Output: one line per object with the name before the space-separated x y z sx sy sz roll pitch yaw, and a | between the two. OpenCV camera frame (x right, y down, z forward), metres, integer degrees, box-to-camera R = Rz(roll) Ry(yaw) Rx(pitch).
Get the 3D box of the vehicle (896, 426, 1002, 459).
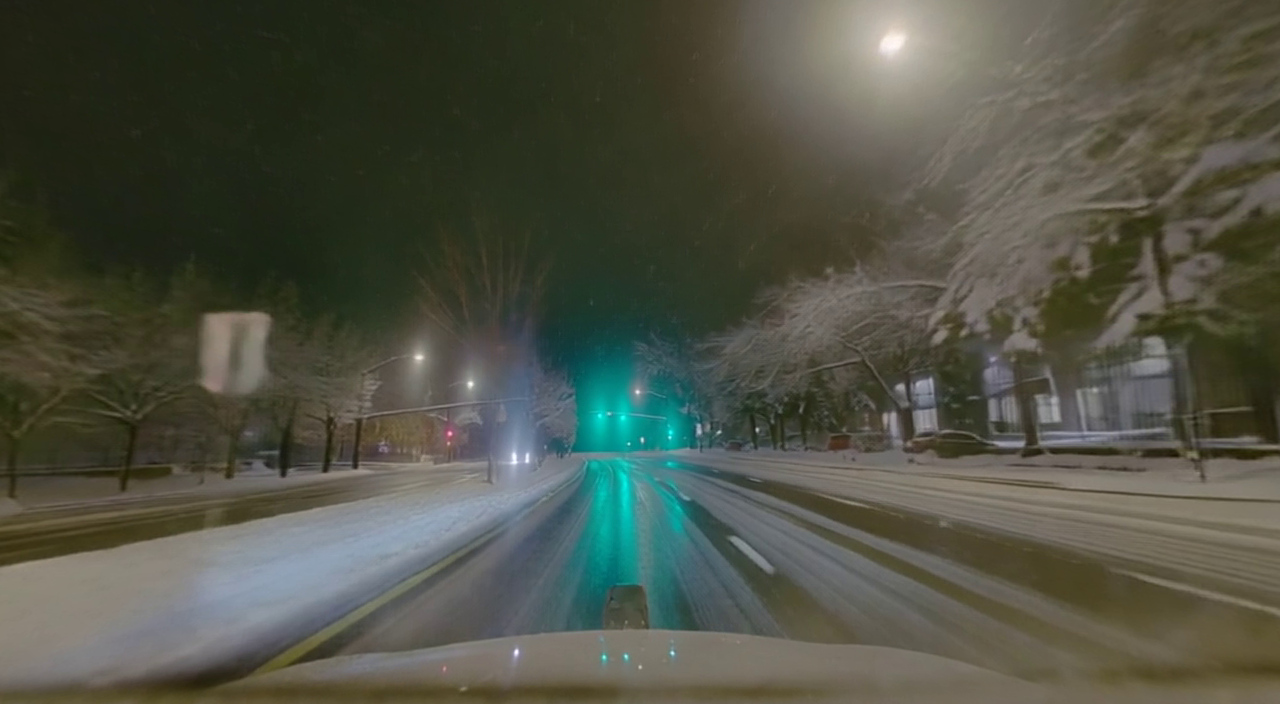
vehicle | 16.522 4.866 33.878 4.510 1.667 2.247 1 -8 -5
